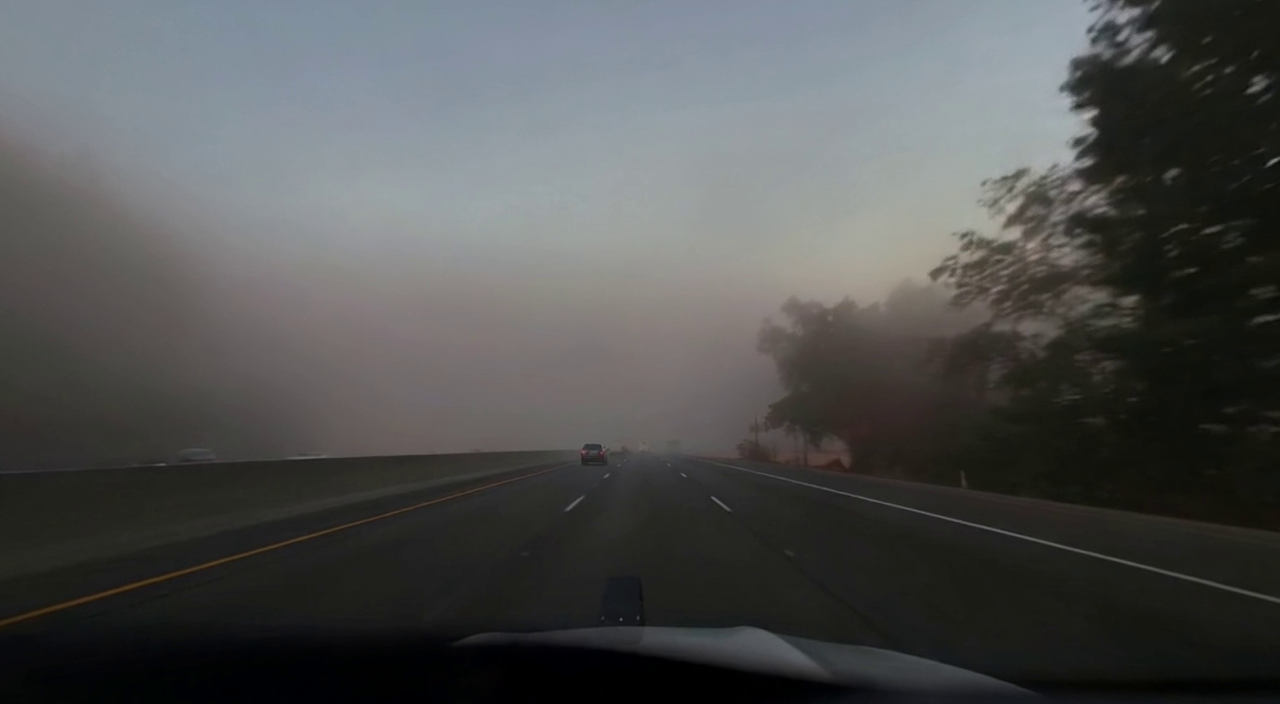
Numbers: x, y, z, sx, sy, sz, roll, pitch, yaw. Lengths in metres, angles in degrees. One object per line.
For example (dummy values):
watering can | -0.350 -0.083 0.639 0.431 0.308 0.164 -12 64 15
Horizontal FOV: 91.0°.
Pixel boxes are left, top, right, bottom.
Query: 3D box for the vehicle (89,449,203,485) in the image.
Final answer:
vehicle | -24.411 5.657 31.370 1.893 1.640 4.541 0 -9 0

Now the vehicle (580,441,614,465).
vehicle | -3.209 7.667 47.896 2.166 1.723 4.267 0 -9 1
